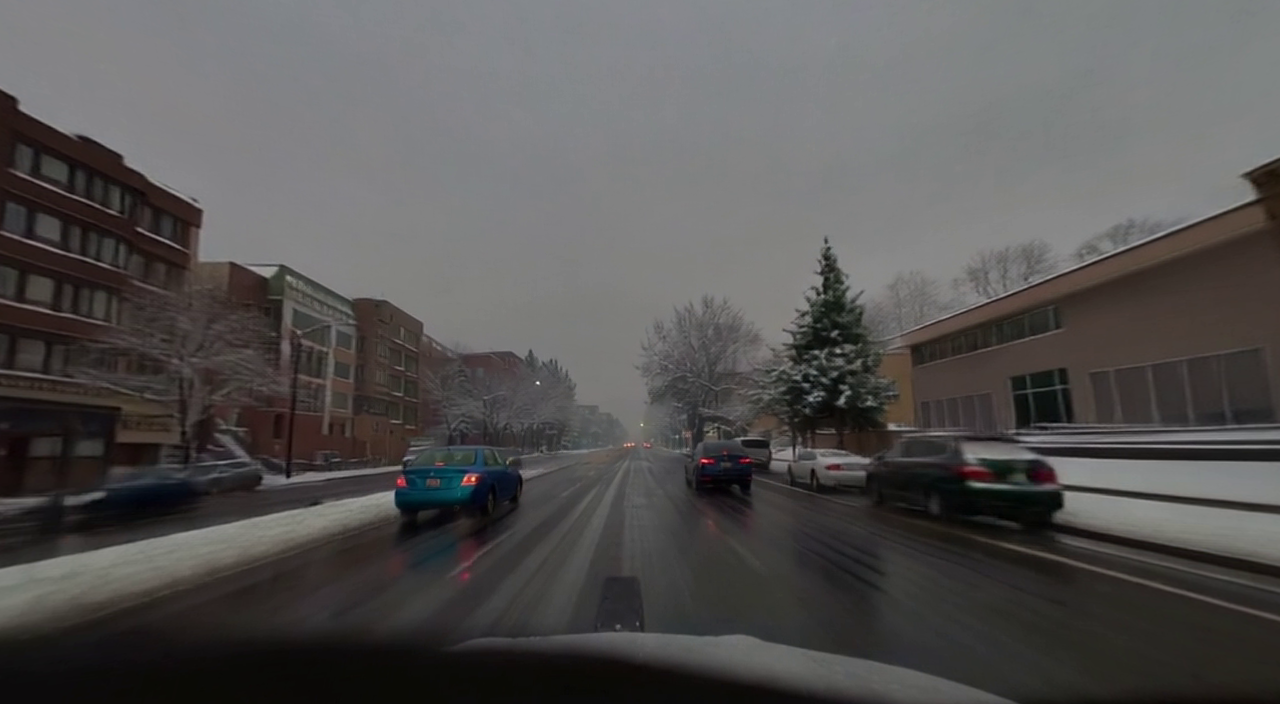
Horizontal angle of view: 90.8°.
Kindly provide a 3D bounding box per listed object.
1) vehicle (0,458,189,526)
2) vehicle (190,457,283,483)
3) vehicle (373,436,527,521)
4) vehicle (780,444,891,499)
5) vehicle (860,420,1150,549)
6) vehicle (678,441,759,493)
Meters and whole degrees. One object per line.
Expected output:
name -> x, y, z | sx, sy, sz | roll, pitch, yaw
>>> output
vehicle -> -14.968, 3.696, 17.276 | 1.907, 1.494, 4.549 | 0, -8, 0
vehicle -> -24.177, 7.060, 37.935 | 4.398, 1.486, 1.837 | -1, -8, 3
vehicle -> -3.823, 2.599, 13.568 | 2.062, 1.527, 4.044 | 0, -8, 0
vehicle -> 5.819, 3.593, 19.456 | 1.905, 1.471, 4.596 | 0, -8, -1
vehicle -> 6.035, 2.240, 11.522 | 2.085, 1.782, 5.258 | 0, -8, -1
vehicle -> 2.402, 3.663, 20.517 | 1.978, 1.471, 4.426 | 0, -8, -1
